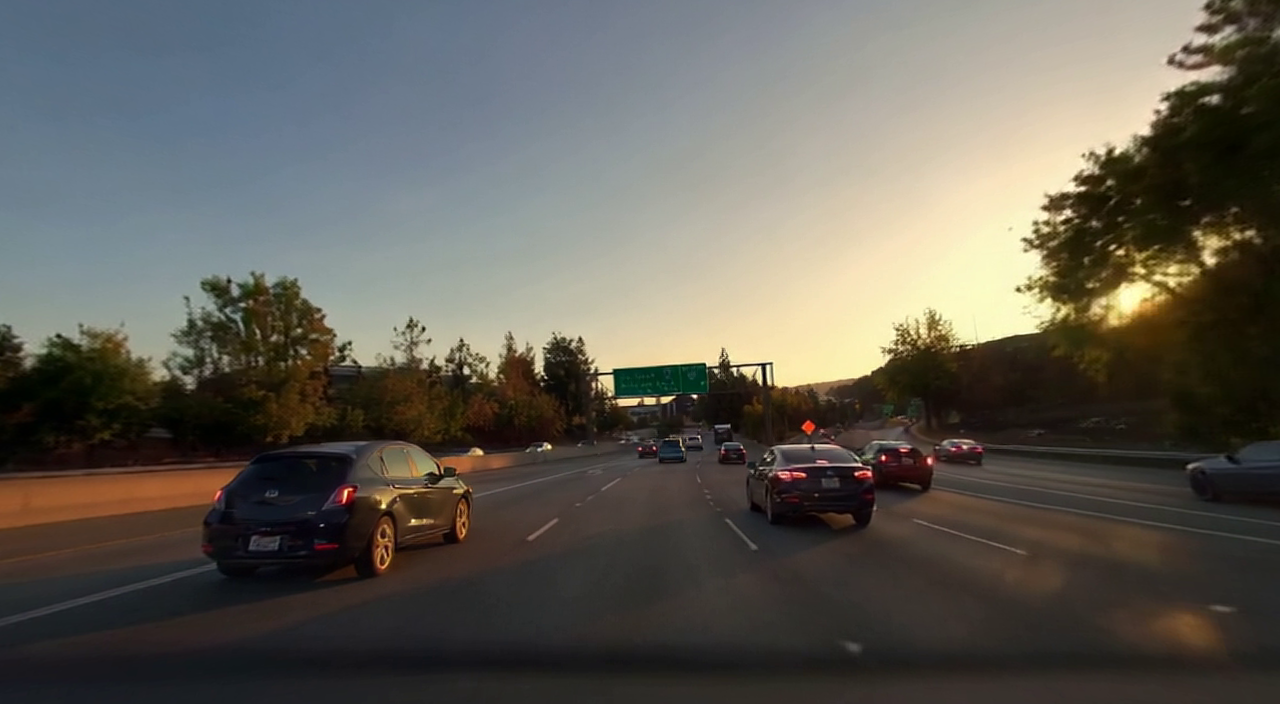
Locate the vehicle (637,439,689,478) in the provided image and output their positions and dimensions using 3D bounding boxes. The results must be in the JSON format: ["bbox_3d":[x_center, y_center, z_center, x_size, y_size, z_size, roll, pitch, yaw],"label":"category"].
[{"bbox_3d":[1.076,4.756,28.359,2.201,1.614,3.803,-1,-9,3],"label":"vehicle"}]

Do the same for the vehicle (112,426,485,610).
[{"bbox_3d":[-3.510,1.776,7.713,1.937,1.558,4.469,0,-9,2],"label":"vehicle"}]

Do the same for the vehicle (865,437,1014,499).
[{"bbox_3d":[8.141,3.187,17.694,2.014,1.506,4.626,0,-9,2],"label":"vehicle"}]

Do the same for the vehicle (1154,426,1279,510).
[{"bbox_3d":[12.925,2.253,12.296,1.976,1.548,4.687,-1,-9,4],"label":"vehicle"}]

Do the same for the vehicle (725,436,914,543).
[{"bbox_3d":[2.846,2.293,11.205,2.009,1.489,4.559,0,-9,0],"label":"vehicle"}]
